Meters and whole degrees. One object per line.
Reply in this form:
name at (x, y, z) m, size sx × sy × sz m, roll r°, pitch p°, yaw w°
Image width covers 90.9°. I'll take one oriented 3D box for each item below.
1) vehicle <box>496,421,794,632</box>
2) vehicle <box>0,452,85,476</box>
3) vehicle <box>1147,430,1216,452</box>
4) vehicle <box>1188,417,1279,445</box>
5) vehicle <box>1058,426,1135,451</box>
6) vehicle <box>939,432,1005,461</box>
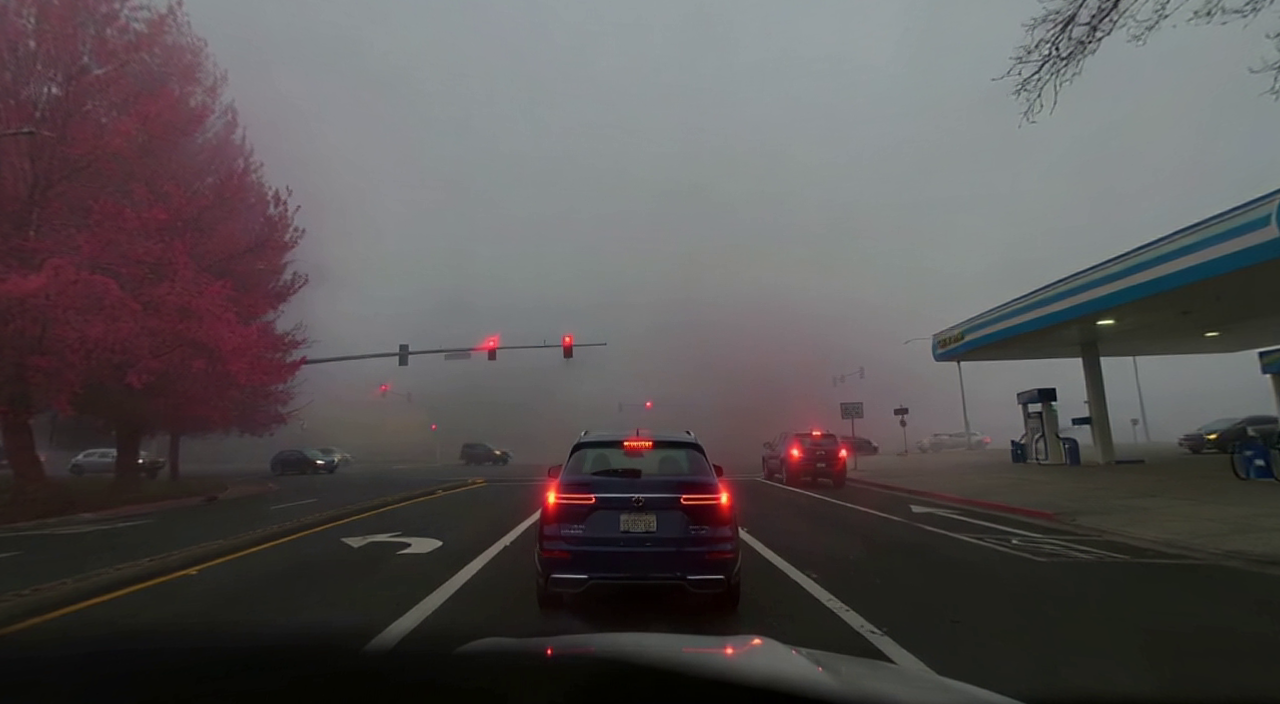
vehicle at (0.018, 1.539, 6.573) m, size 2.112 × 1.482 × 4.057 m, roll 0°, pitch -8°, yaw -1°
vehicle at (-39.296, 7.209, 40.685) m, size 4.813 × 1.455 × 1.889 m, roll 5°, pitch -10°, yaw -32°
vehicle at (40.951, 6.719, 47.703) m, size 3.573 × 1.432 × 1.604 m, roll -3°, pitch -8°, yaw 1°
vehicle at (36.324, 4.856, 38.477) m, size 1.848 × 1.581 × 4.475 m, roll -1°, pitch -8°, yaw 3°
vehicle at (34.649, 6.590, 47.895) m, size 4.294 × 1.557 × 1.744 m, roll -4°, pitch -8°, yaw 1°
vehicle at (18.395, 5.235, 34.851) m, size 2.053 × 1.495 × 4.091 m, roll -8°, pitch -12°, yaw 44°
